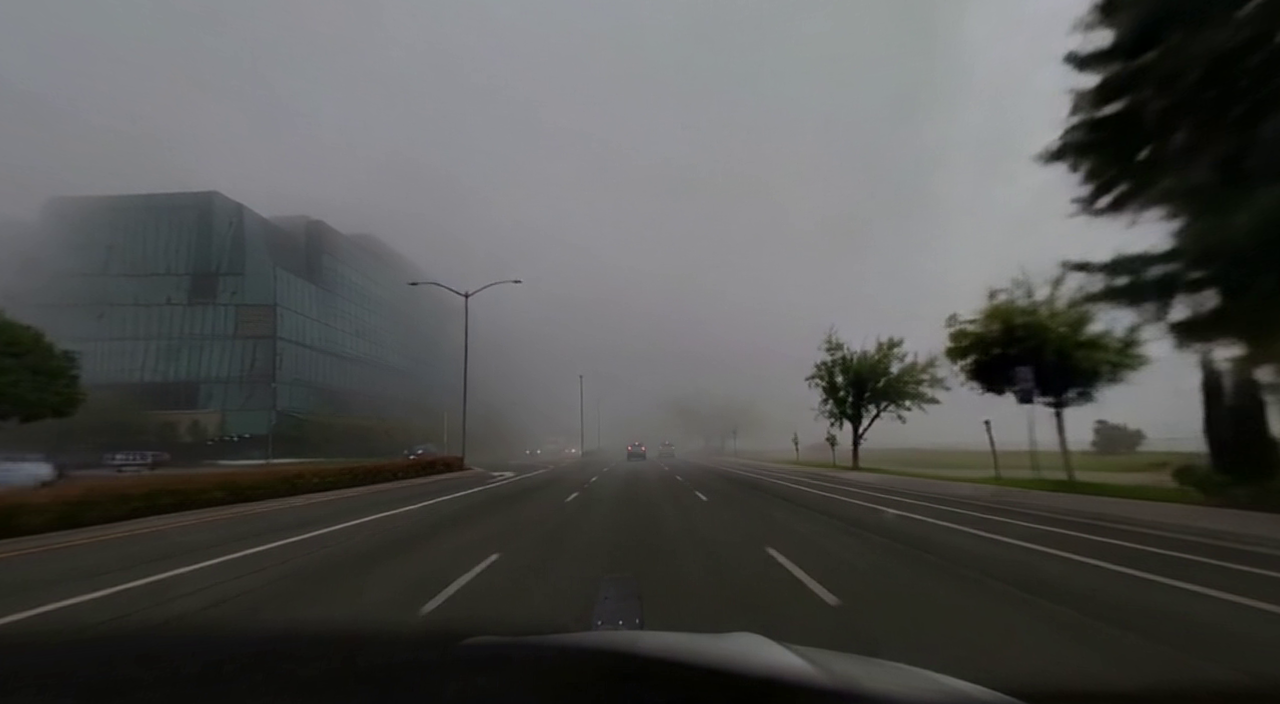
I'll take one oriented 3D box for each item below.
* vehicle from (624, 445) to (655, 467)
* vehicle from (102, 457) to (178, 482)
[{"bbox_3d":[-0.058,7.288,44.404,2.080,1.445,4.096,0,-9,-1],"label":"vehicle"},{"bbox_3d":[-34.563,8.091,43.662,4.090,1.598,1.906,-3,-9,14],"label":"vehicle"}]
